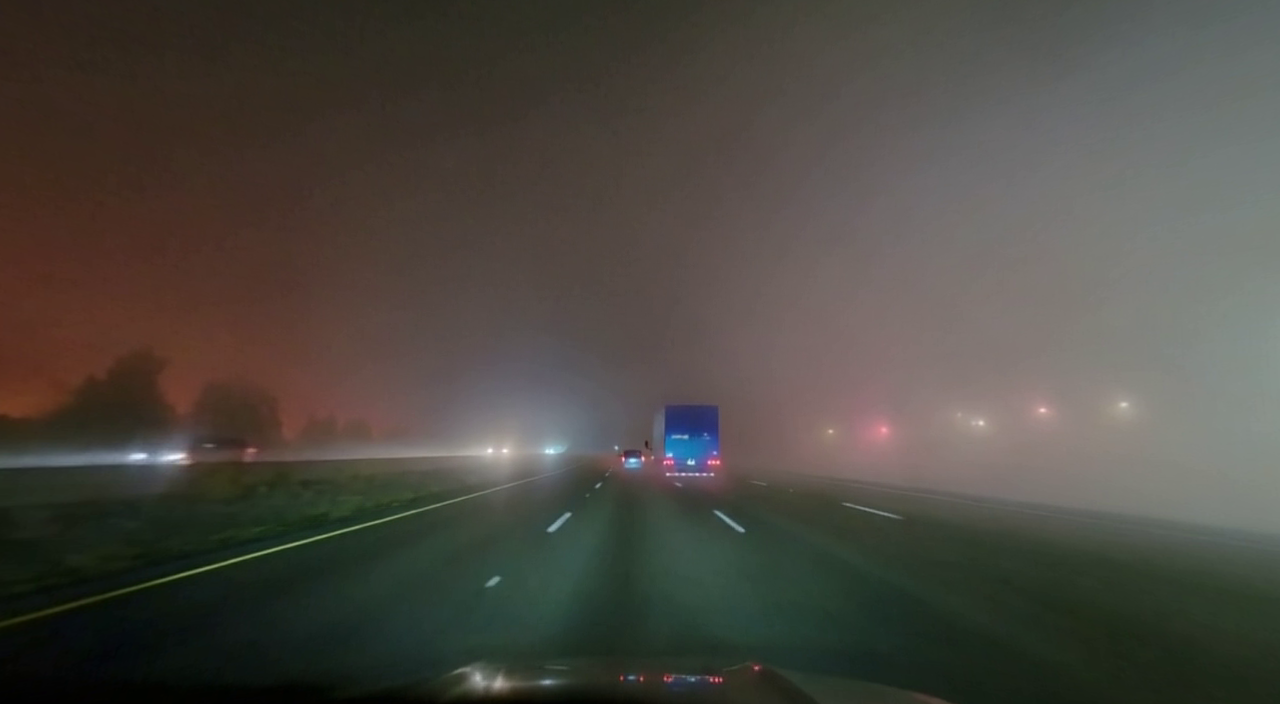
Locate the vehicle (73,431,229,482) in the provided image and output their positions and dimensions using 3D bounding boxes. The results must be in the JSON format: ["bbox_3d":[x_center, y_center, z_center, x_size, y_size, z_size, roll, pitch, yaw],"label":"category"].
[{"bbox_3d":[-15.286,3.307,20.039,1.776,1.436,3.890,0,-9,1],"label":"vehicle"}]

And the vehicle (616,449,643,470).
[{"bbox_3d":[-0.767,7.959,46.783,1.898,1.438,4.053,0,-9,-1],"label":"vehicle"}]

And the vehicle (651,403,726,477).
[{"bbox_3d":[2.910,6.260,43.966,3.462,4.177,16.311,0,-9,-2],"label":"vehicle"}]
